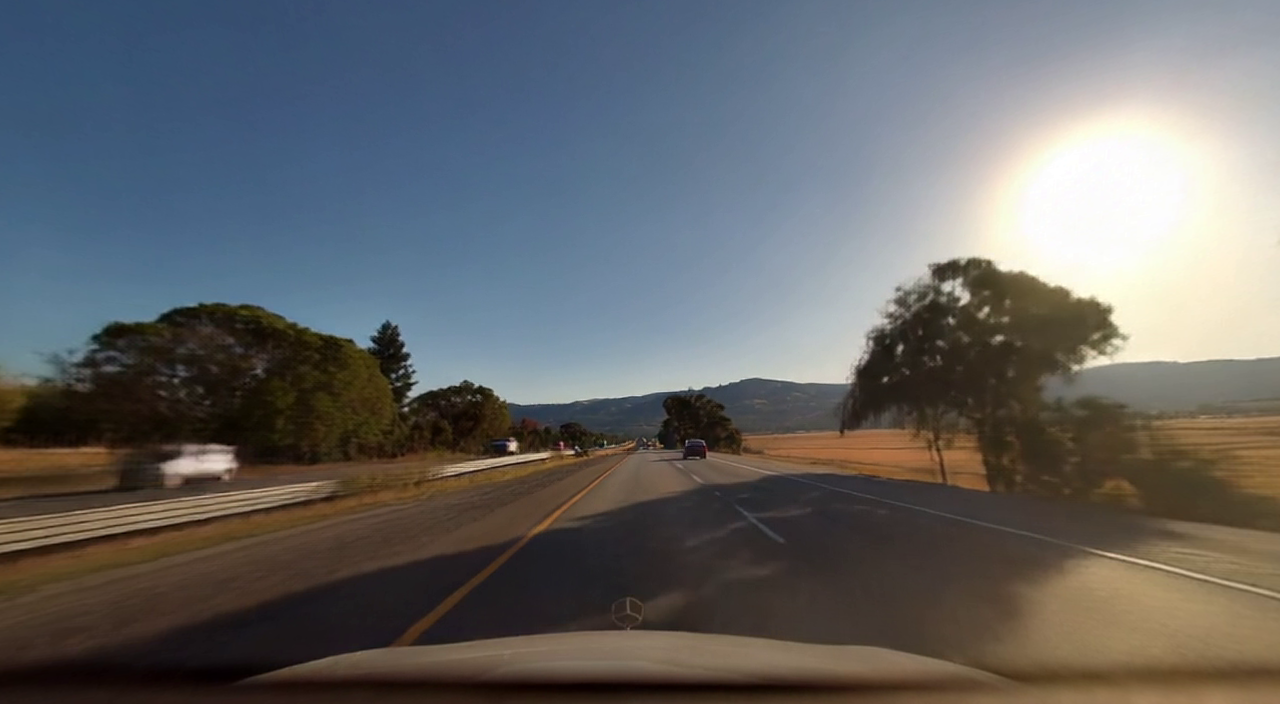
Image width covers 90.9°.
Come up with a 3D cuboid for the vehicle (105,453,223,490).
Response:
[{"bbox_3d":[-21.054,5.291,28.164,1.701,1.419,4.484,0,-8,1],"label":"vehicle"}]

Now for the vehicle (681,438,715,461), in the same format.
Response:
[{"bbox_3d":[4.381,7.470,48.353,2.157,1.640,4.056,0,-8,0],"label":"vehicle"}]
